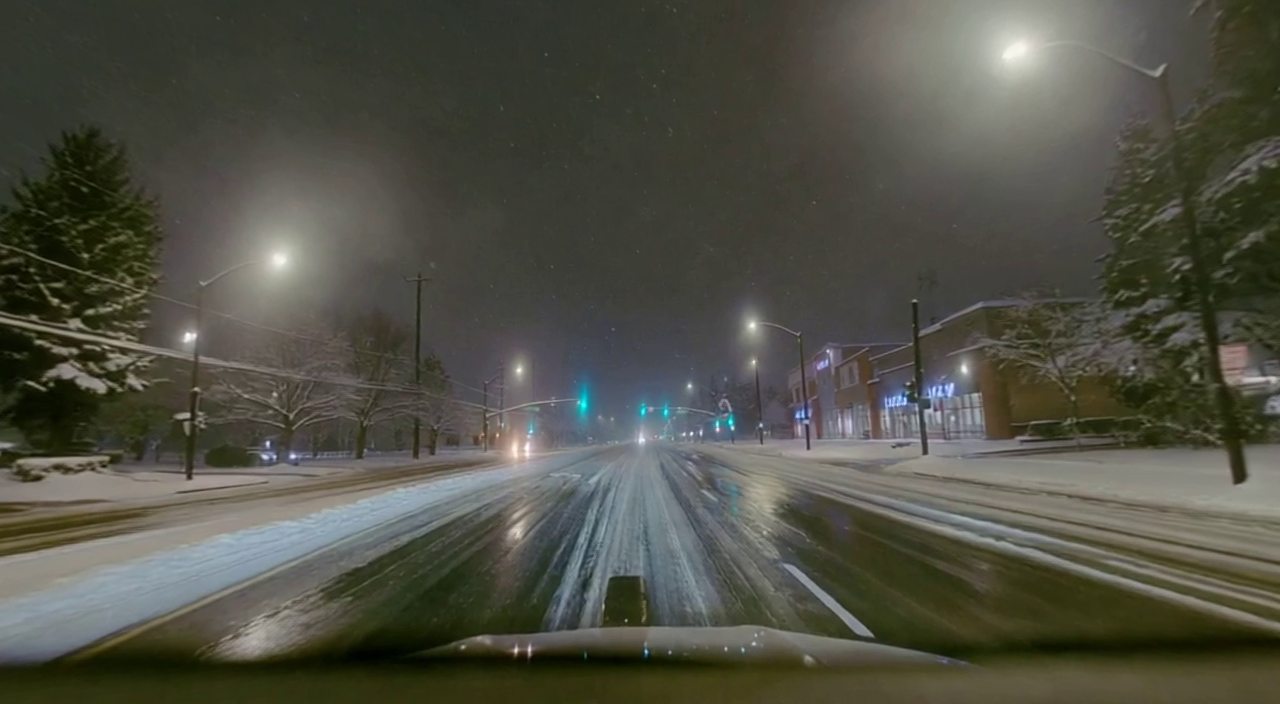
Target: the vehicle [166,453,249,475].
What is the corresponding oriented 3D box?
[{"bbox_3d":[-29.854,7.734,43.561,4.417,1.449,1.887,0,-8,3],"label":"vehicle"}]
